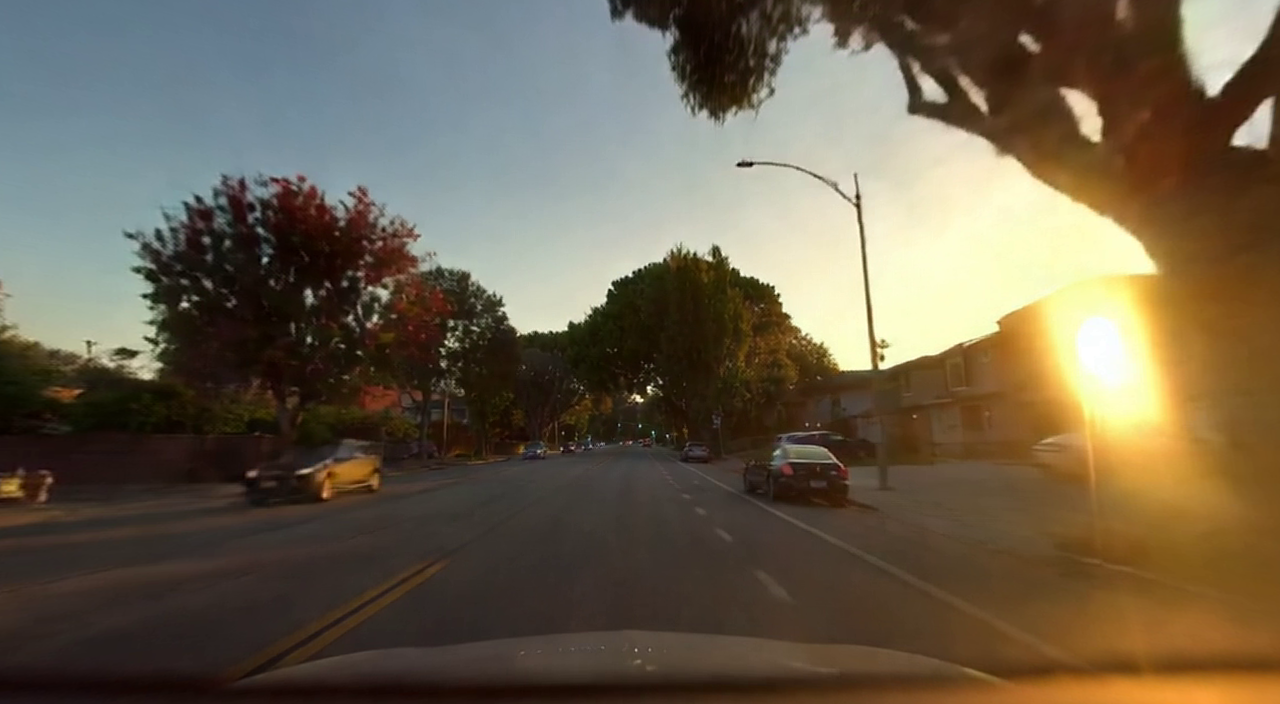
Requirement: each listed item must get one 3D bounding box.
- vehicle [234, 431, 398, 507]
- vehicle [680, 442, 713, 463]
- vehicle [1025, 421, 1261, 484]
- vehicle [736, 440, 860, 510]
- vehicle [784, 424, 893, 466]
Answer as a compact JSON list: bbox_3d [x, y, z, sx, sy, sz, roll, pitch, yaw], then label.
[{"bbox_3d":[-8.394,3.034,16.923,2.090,1.748,4.345,0,-8,-1],"label":"vehicle"},{"bbox_3d":[4.189,7.556,47.615,2.011,1.458,4.633,0,-8,-1],"label":"vehicle"},{"bbox_3d":[12.388,2.492,15.790,4.264,1.445,1.900,0,-8,-1],"label":"vehicle"},{"bbox_3d":[3.826,3.043,16.224,1.991,1.500,4.562,0,-8,0],"label":"vehicle"},{"bbox_3d":[10.602,5.042,34.067,4.964,1.739,2.184,-5,-10,-2],"label":"vehicle"}]
